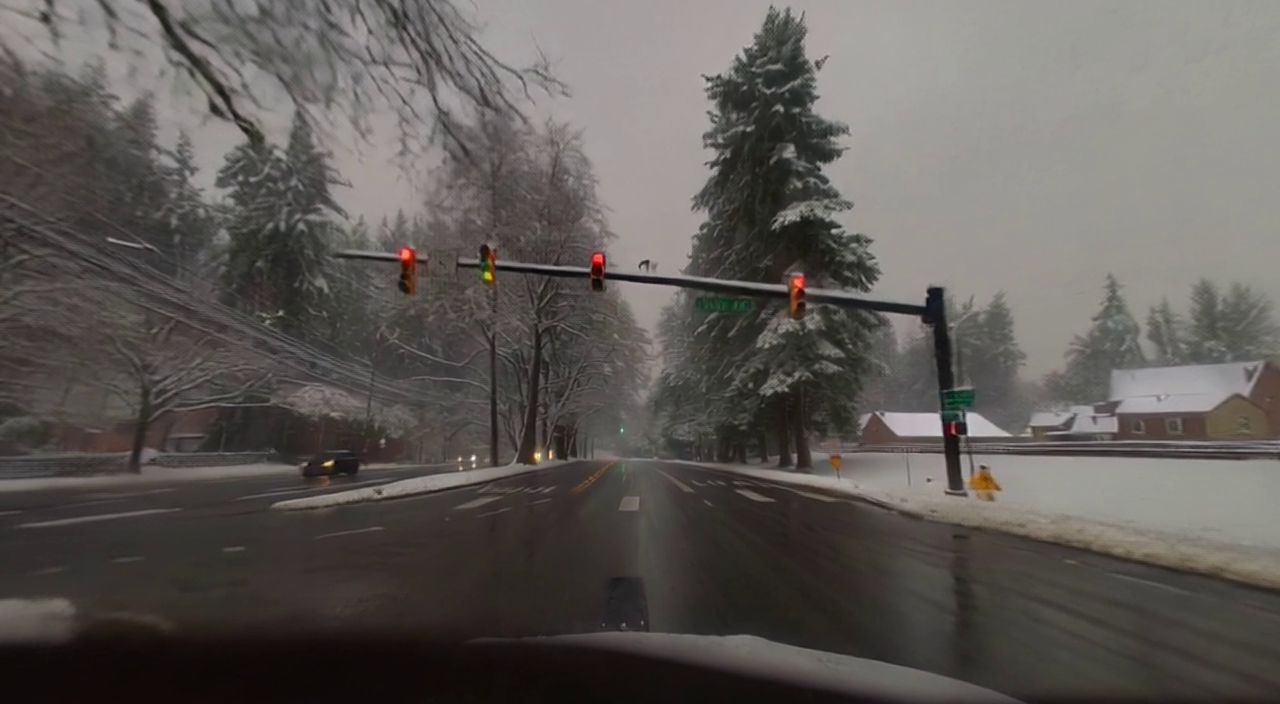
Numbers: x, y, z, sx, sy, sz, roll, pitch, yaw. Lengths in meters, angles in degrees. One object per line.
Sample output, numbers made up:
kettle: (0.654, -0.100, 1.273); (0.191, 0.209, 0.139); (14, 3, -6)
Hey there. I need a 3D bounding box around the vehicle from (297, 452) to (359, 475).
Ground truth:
vehicle: (-21.925, 7.820, 44.490); (1.885, 1.479, 4.675); (0, -8, 1)
